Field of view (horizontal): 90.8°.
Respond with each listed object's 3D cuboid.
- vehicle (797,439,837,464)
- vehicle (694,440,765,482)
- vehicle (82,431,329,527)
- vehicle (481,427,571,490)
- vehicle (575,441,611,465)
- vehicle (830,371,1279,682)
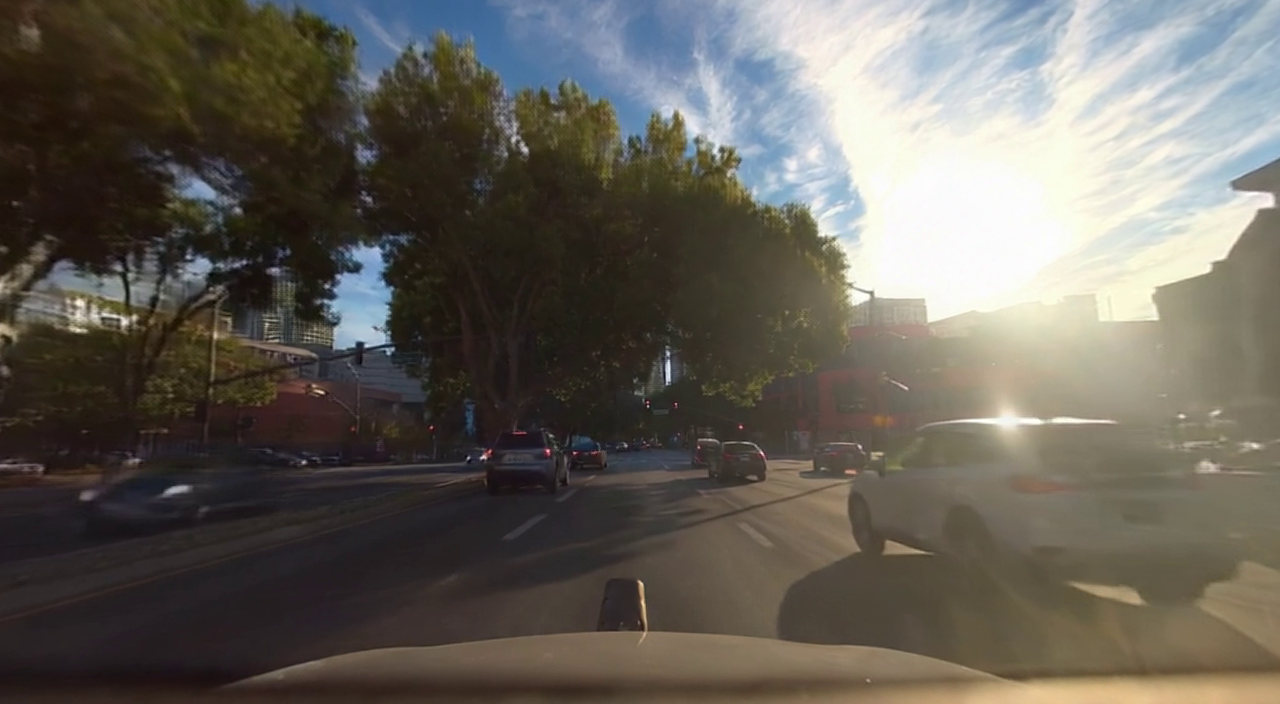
[{"bbox_3d":[12.053,6.703,42.746,2.173,1.614,4.335,-4,-9,20],"label":"vehicle"},{"bbox_3d":[3.452,4.300,25.246,2.054,1.473,4.511,0,-8,-2],"label":"vehicle"},{"bbox_3d":[-8.821,2.585,13.480,2.036,1.655,4.529,0,-8,0],"label":"vehicle"},{"bbox_3d":[-3.562,3.418,20.563,2.155,1.797,3.989,-1,-8,1],"label":"vehicle"},{"bbox_3d":[-3.056,6.621,41.602,2.032,1.442,4.336,0,-8,0],"label":"vehicle"},{"bbox_3d":[3.641,1.320,5.996,2.152,1.742,4.704,0,-8,-1],"label":"vehicle"}]
